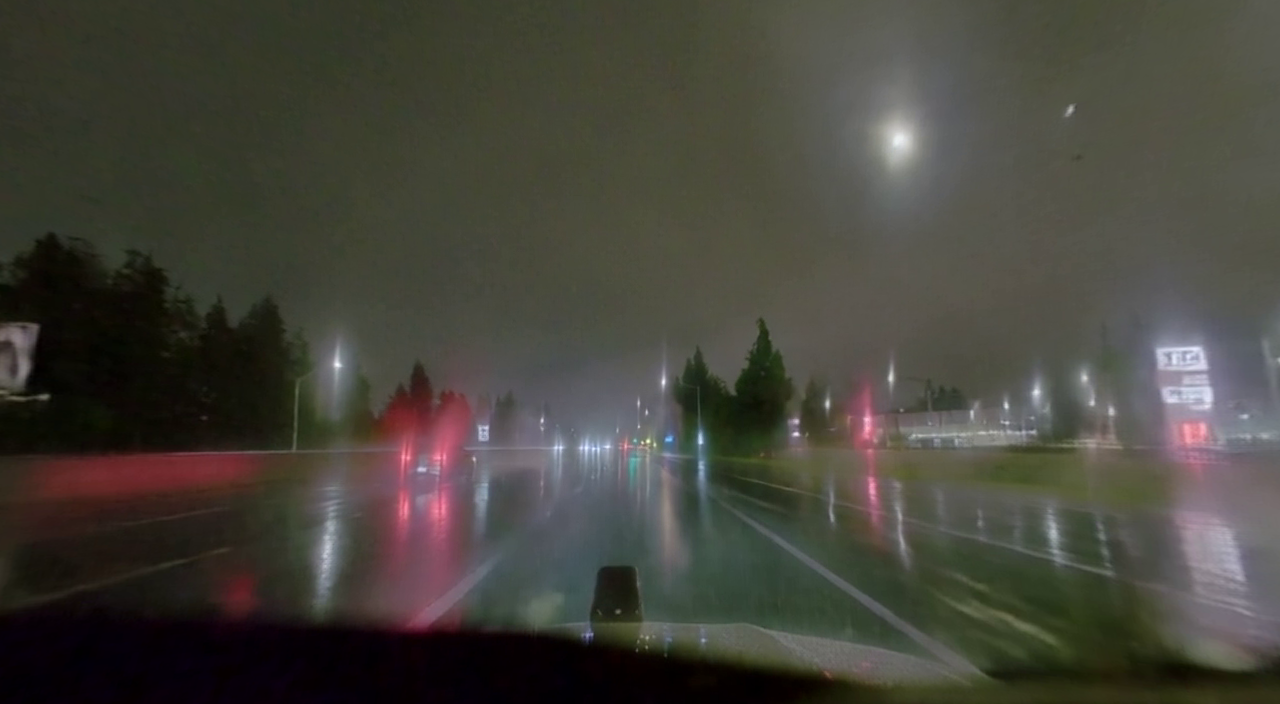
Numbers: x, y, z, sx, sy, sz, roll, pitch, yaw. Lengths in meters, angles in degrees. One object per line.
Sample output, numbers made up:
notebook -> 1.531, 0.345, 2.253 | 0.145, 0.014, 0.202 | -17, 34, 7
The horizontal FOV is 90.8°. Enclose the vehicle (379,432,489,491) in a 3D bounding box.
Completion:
vehicle -> -7.052, 3.792, 22.280 | 2.231, 1.807, 4.758 | 0, -8, 0
